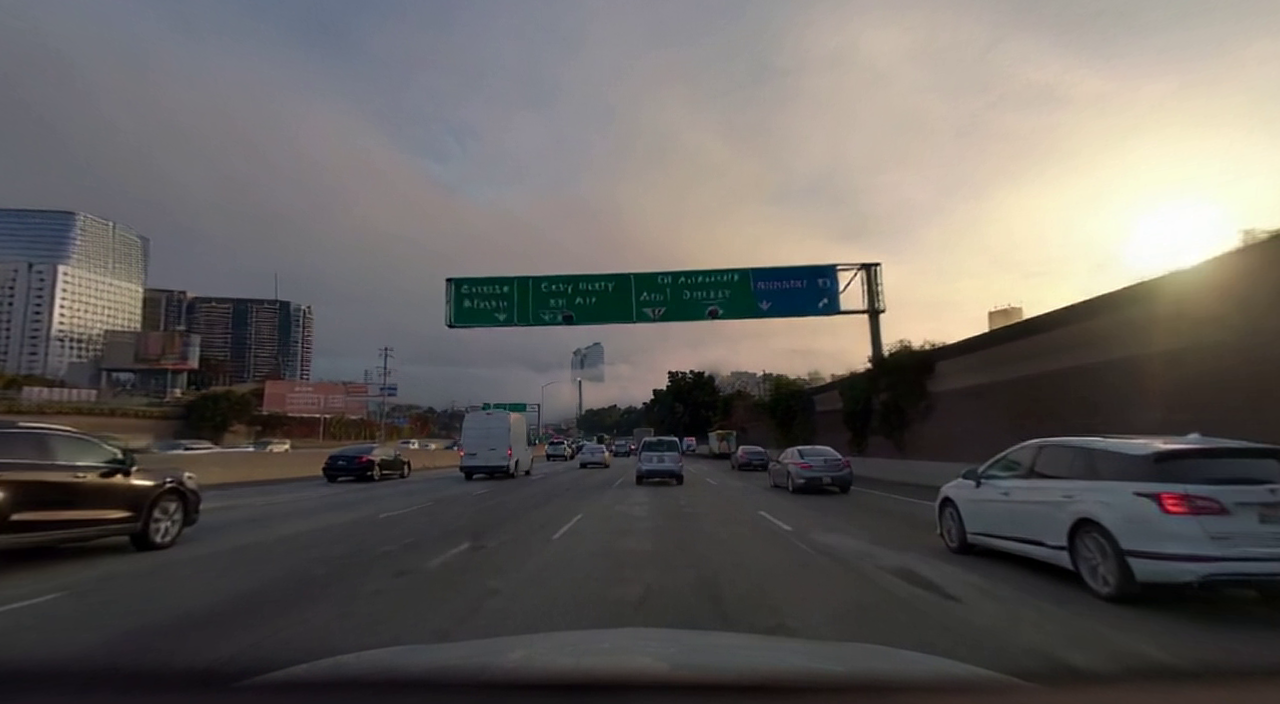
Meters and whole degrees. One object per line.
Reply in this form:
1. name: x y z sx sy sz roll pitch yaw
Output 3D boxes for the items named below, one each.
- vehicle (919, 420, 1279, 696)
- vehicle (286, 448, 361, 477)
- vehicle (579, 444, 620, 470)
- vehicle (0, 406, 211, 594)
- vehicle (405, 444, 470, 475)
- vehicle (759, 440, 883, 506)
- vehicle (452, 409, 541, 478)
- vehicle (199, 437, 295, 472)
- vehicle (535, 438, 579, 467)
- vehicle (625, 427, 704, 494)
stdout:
1. vehicle: 4.457 1.450 5.602 1.915 1.482 4.537 0 -9 1
2. vehicle: -16.229 5.638 32.538 1.823 1.388 3.705 0 -9 1
3. vehicle: -2.421 6.440 38.883 2.079 1.499 4.512 0 -9 1
4. vehicle: -6.637 1.359 5.904 2.021 1.632 4.417 0 -9 2
5. vehicle: -10.266 5.478 32.329 1.923 1.480 3.905 0 -9 2
6. vehicle: 4.552 3.113 16.663 1.942 1.487 4.518 0 -9 0
7. vehicle: -6.440 4.300 29.476 2.358 2.817 7.055 0 -9 1
8. vehicle: -20.425 5.351 33.044 1.920 1.695 4.612 0 -9 2
9. vehicle: -6.014 7.375 46.436 2.269 1.929 6.032 0 -9 1
10. vehicle: 0.736 3.419 20.171 2.209 1.863 4.626 0 -9 1
